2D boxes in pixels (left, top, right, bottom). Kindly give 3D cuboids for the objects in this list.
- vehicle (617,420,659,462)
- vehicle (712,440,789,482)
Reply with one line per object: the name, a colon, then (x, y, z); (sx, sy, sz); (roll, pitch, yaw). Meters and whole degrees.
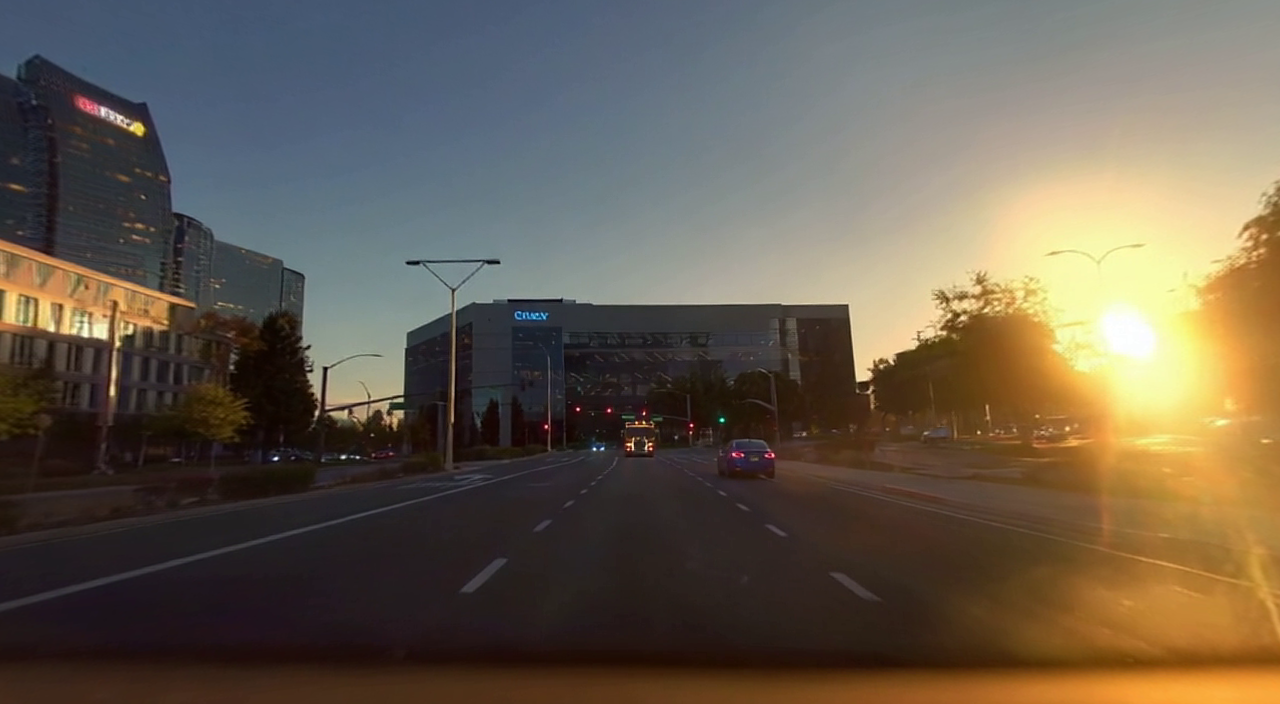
vehicle: (-0.120, 6.507, 46.161); (2.833, 2.879, 6.572); (0, -8, 0)
vehicle: (4.078, 4.106, 24.093); (2.005, 1.442, 4.675); (0, -8, -1)
